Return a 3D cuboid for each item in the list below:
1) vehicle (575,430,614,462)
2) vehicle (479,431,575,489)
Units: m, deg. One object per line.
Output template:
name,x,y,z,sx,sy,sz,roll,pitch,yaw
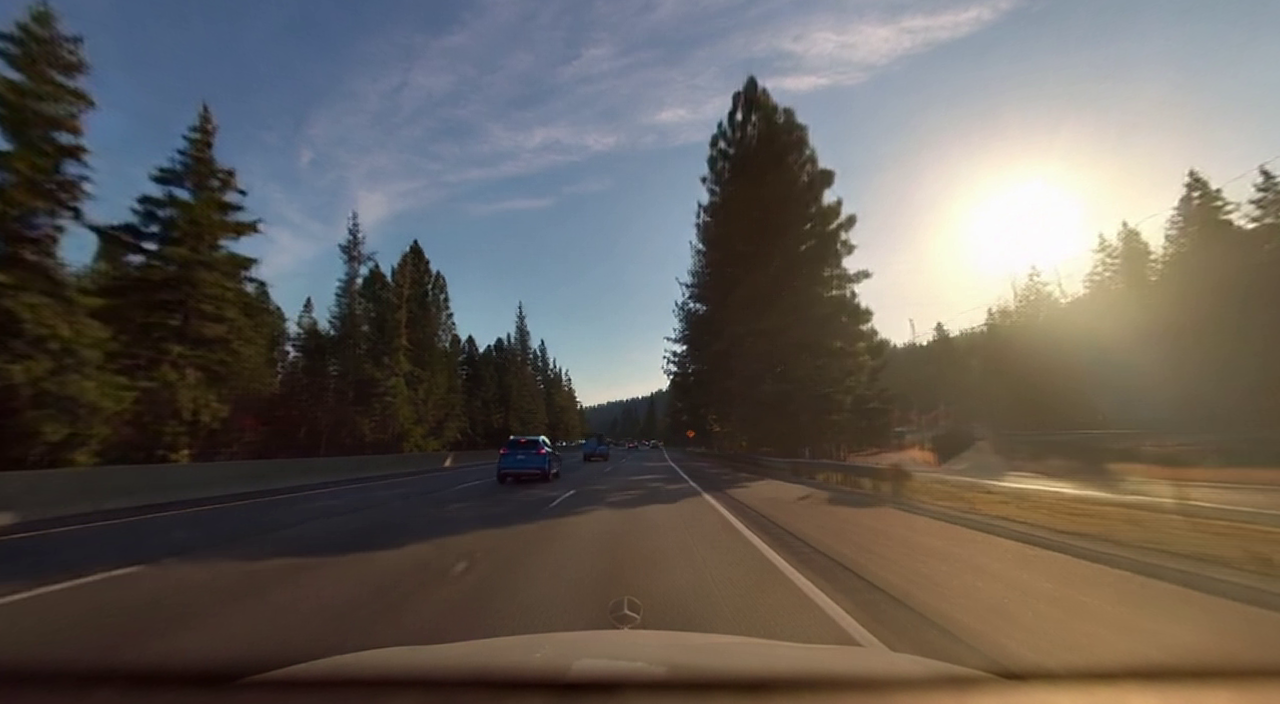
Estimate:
vehicle,-3.168,6.694,44.726,2.241,2.095,4.985,-1,-8,2
vehicle,-3.404,3.378,19.958,2.053,1.589,4.671,-1,-8,2
